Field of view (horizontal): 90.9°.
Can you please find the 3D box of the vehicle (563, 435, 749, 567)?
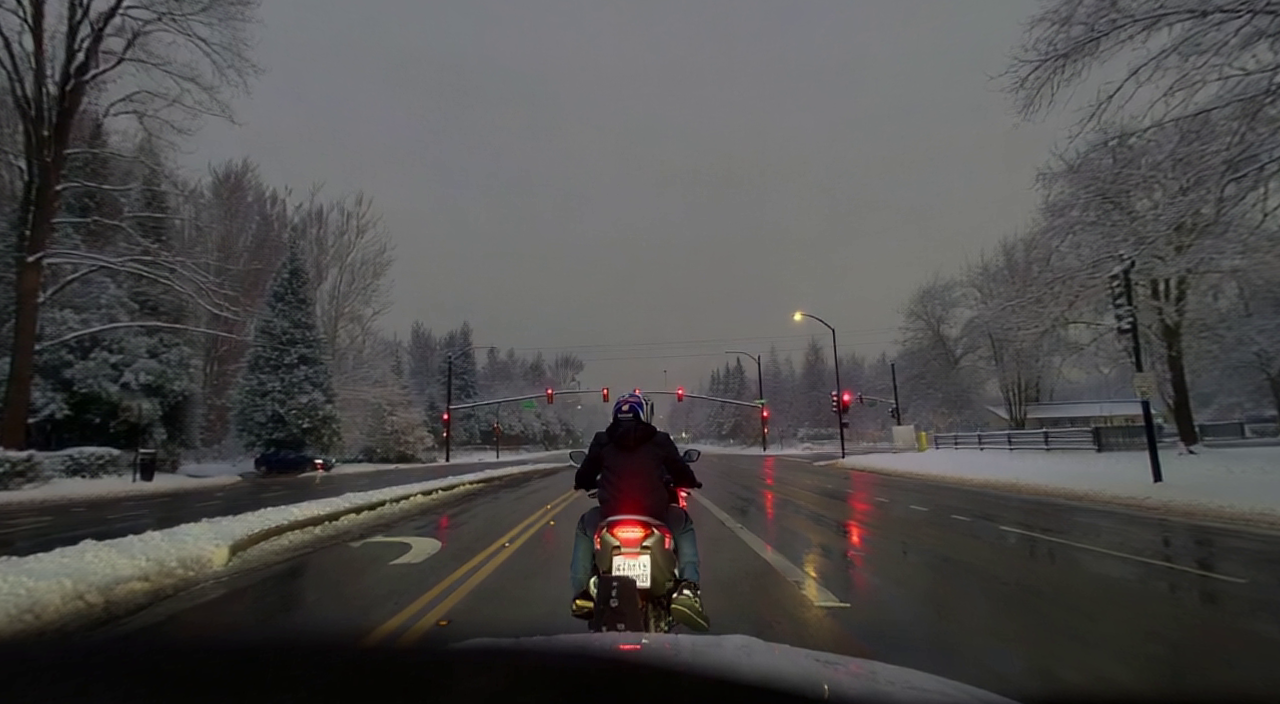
[{"bbox_3d":[0.131,1.999,9.388,2.093,1.450,4.437,0,-8,-1],"label":"vehicle"}]
